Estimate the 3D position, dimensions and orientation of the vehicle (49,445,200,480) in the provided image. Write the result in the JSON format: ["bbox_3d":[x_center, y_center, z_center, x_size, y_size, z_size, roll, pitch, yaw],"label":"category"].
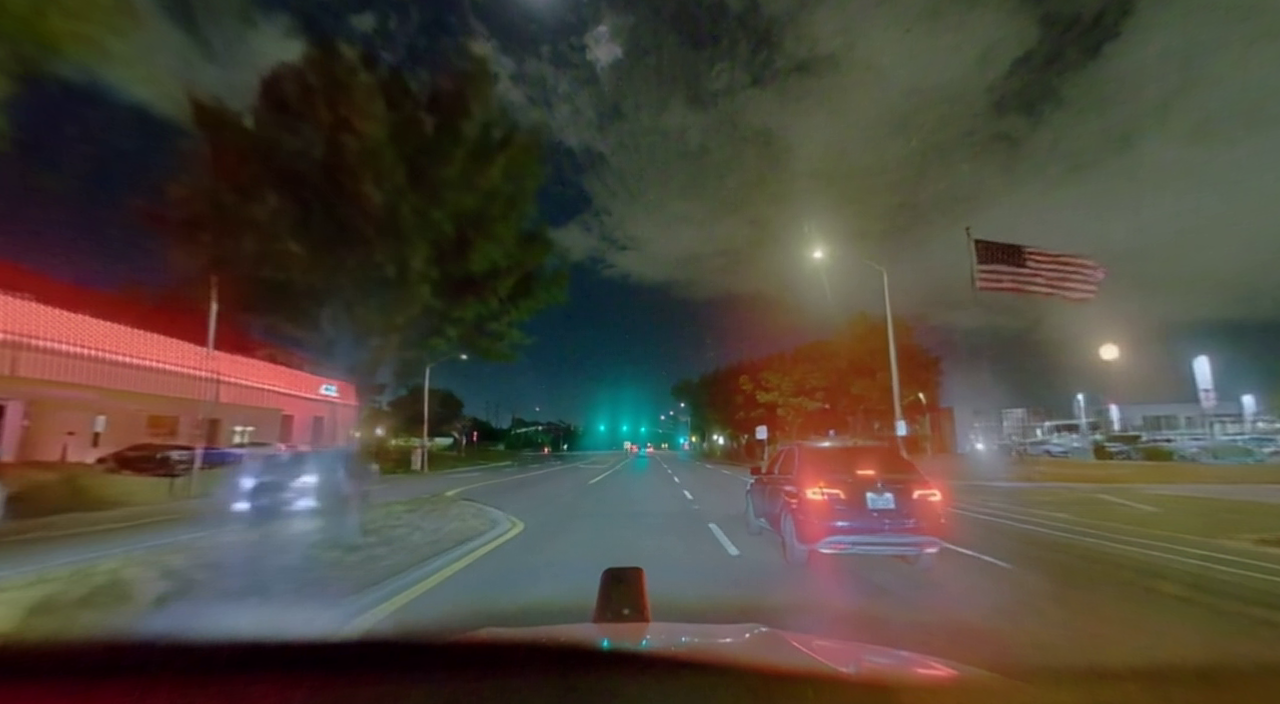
[{"bbox_3d":[-23.213,4.983,28.535,4.980,1.521,2.089,0,-9,0],"label":"vehicle"}]

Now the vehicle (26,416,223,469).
[{"bbox_3d":[-35.121,6.197,43.251,10.503,3.405,3.038,0,-9,-2],"label":"vehicle"}]

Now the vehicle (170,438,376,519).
[{"bbox_3d":[-7.846,2.715,14.091,1.904,1.501,4.313,0,-9,2],"label":"vehicle"}]

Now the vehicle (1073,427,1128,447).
[{"bbox_3d":[35.544,6.617,48.768,1.793,1.488,4.488,-2,-9,14],"label":"vehicle"}]

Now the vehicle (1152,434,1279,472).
[{"bbox_3d":[23.451,4.080,25.555,1.847,1.411,4.481,-1,-9,4],"label":"vehicle"}]

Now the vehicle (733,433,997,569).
[{"bbox_3d":[2.846,2.009,9.372,2.091,1.472,4.697,0,-9,-1],"label":"vehicle"}]
